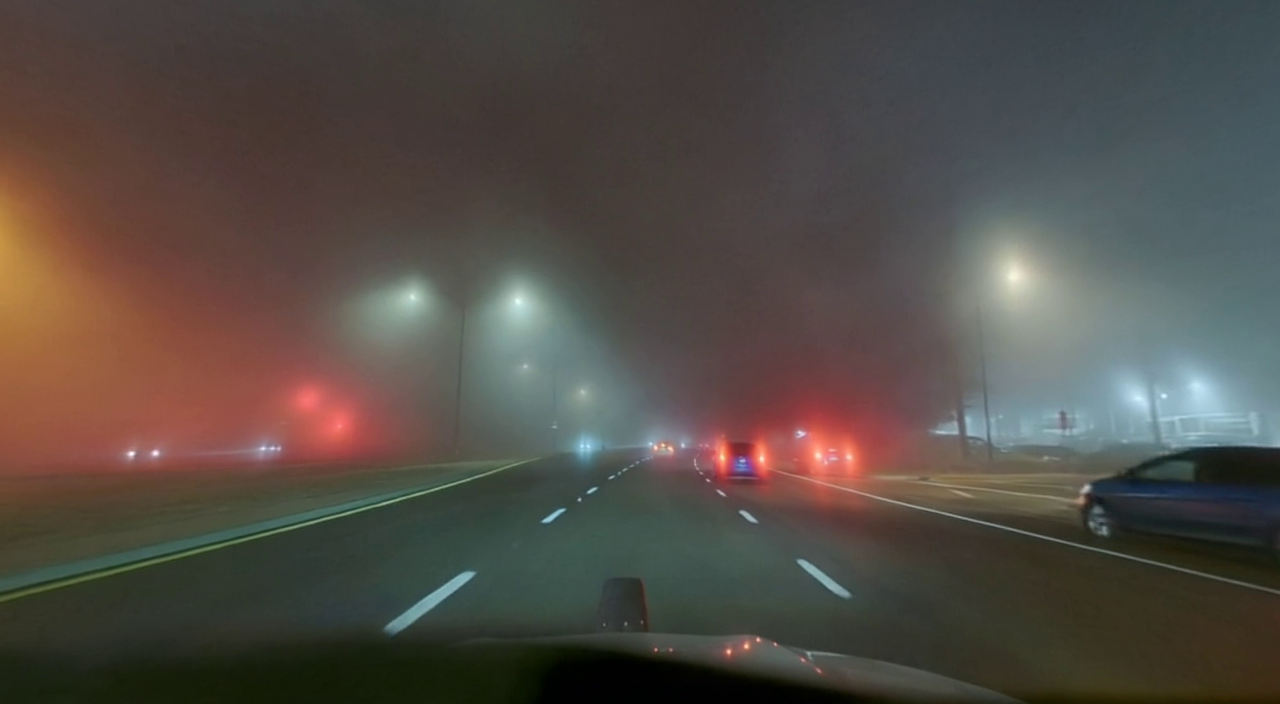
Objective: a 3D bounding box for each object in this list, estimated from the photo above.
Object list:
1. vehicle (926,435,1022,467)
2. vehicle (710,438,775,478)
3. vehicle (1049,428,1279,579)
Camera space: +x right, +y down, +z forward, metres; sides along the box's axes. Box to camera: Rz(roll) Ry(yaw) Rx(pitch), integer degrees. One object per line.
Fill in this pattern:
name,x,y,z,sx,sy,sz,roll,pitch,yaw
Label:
vehicle,22.403,6.609,42.291,5.456,1.919,2.222,0,-7,-14
vehicle,4.129,4.354,26.148,1.981,1.499,4.536,0,-8,1
vehicle,7.770,1.777,7.863,2.074,1.584,4.658,0,-8,-2
